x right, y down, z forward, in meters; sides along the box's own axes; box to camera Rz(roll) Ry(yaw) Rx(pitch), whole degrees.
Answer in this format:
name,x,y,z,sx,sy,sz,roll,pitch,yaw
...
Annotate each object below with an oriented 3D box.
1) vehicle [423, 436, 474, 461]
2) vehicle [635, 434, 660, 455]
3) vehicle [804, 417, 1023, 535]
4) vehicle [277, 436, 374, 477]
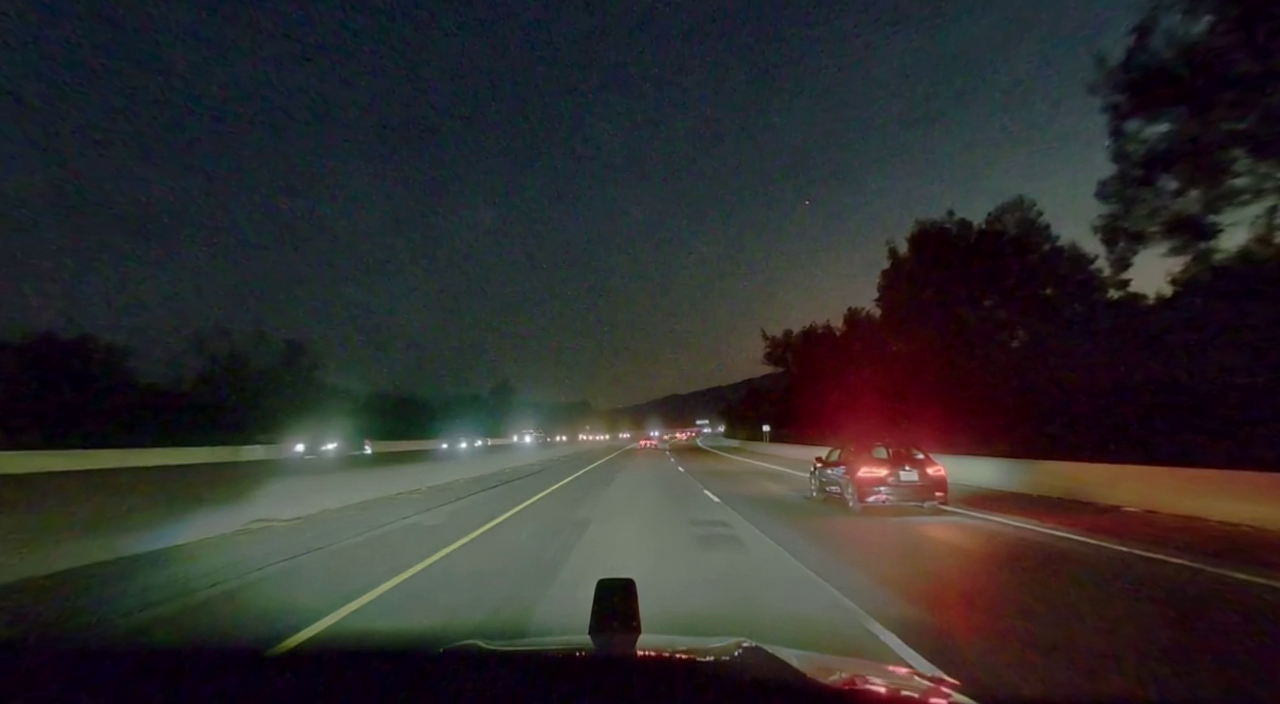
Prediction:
name,x,y,z,sx,sy,sz,roll,pitch,yaw
vehicle,-12.058,6.064,39.825,1.842,1.454,4.299,-1,-7,0
vehicle,0.531,6.909,47.095,1.771,1.480,3.781,0,-8,0
vehicle,4.096,1.886,10.171,1.834,1.548,3.651,0,-8,-1
vehicle,-12.268,4.067,24.805,1.821,1.464,3.805,0,-8,0
